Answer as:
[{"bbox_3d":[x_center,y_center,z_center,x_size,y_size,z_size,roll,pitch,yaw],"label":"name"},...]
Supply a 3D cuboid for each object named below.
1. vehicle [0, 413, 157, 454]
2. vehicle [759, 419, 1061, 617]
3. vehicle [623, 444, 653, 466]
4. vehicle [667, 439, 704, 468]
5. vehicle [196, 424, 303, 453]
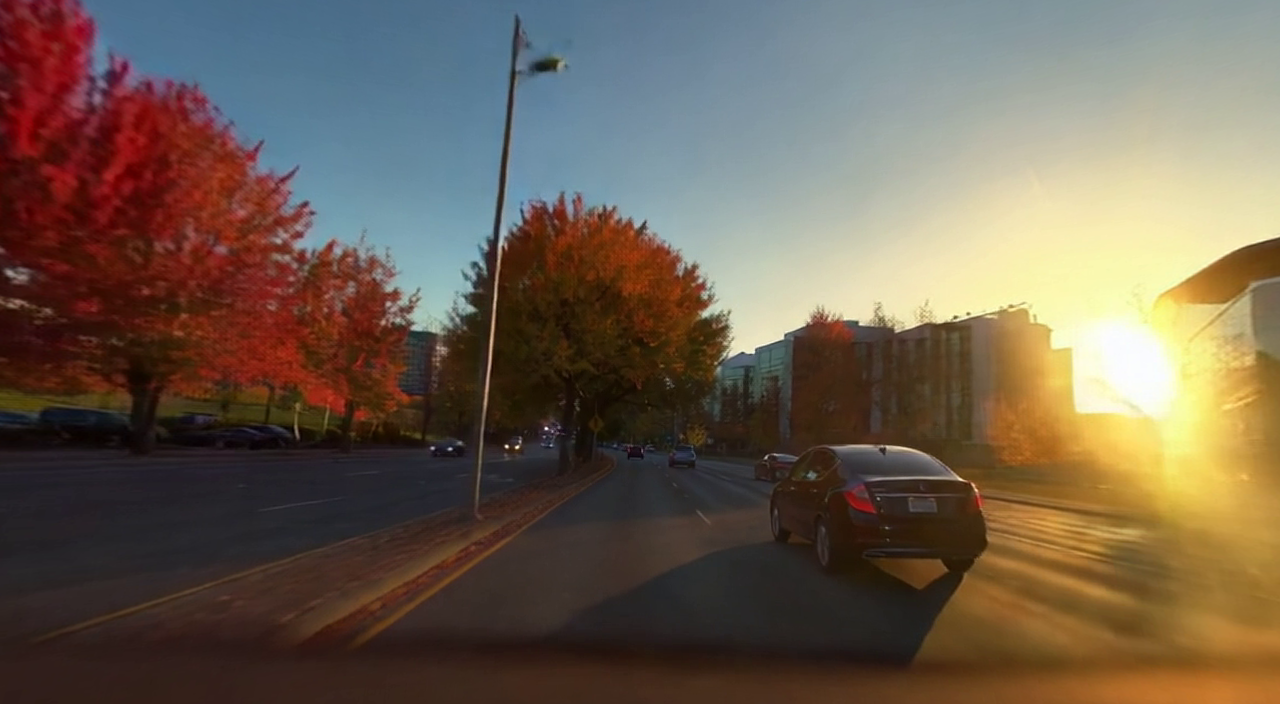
[{"bbox_3d":[-27.492,3.951,30.444,6.220,1.825,2.361,0,-8,-1],"label":"vehicle"},{"bbox_3d":[2.777,1.752,7.579,1.901,1.634,3.896,3,-8,0],"label":"vehicle"},{"bbox_3d":[-0.147,7.211,44.268,1.991,1.477,3.814,0,-8,-1],"label":"vehicle"},{"bbox_3d":[3.127,7.102,44.218,2.154,1.844,4.634,2,-8,-1],"label":"vehicle"},{"bbox_3d":[-27.116,6.042,43.899,6.055,1.910,2.113,-1,-8,0],"label":"vehicle"}]
